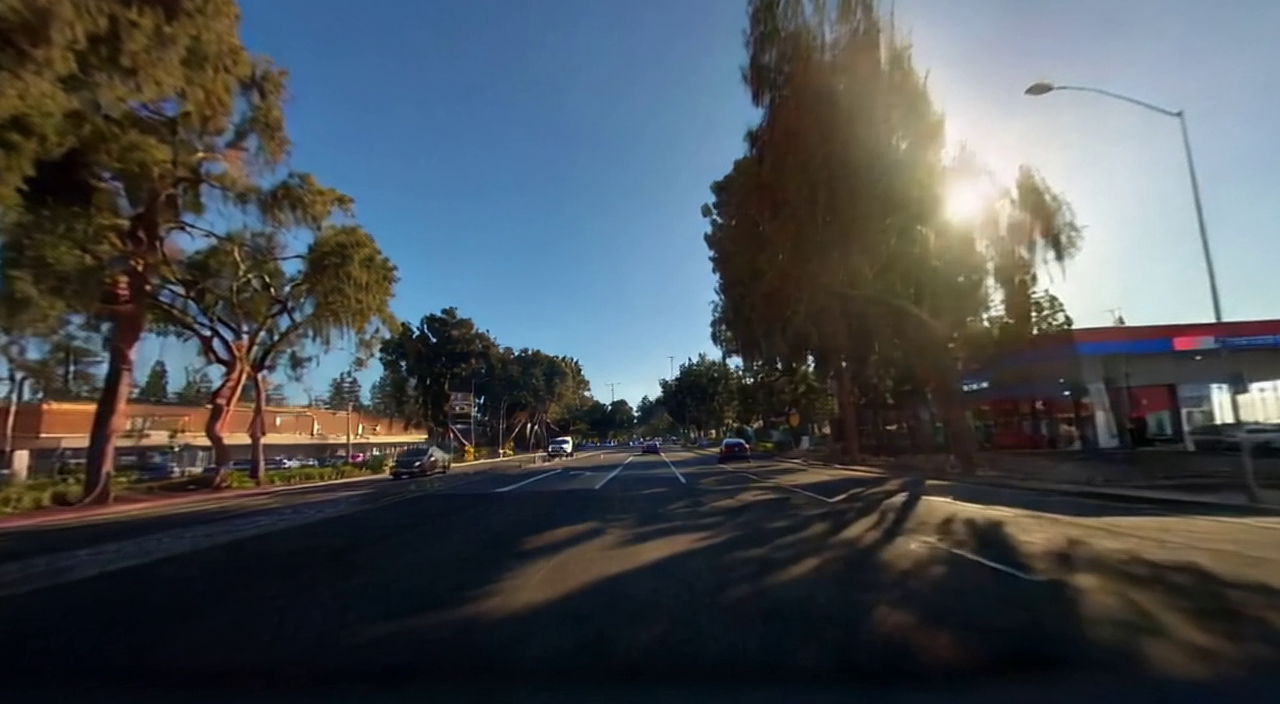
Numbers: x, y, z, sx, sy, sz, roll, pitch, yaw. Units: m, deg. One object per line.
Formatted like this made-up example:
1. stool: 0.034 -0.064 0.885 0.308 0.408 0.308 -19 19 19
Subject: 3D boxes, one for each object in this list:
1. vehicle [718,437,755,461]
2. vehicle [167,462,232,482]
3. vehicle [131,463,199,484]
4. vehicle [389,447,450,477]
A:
1. vehicle: 6.918 7.016 45.533 1.957 1.643 4.226 0 -9 0
2. vehicle: -33.956 9.233 48.756 3.780 1.444 1.678 0 -8 2
3. vehicle: -34.994 8.953 46.587 3.653 1.445 1.657 0 -9 0
4. vehicle: -13.553 6.750 39.085 1.938 1.743 4.310 -1 -9 4
